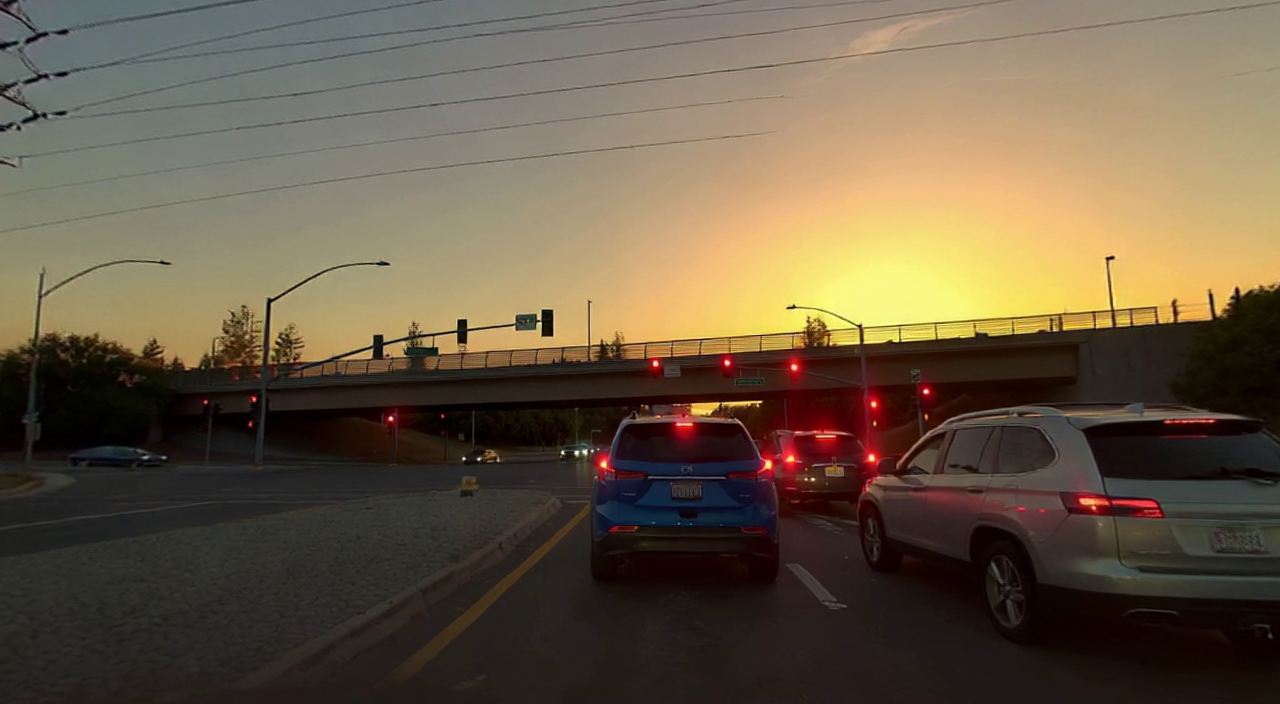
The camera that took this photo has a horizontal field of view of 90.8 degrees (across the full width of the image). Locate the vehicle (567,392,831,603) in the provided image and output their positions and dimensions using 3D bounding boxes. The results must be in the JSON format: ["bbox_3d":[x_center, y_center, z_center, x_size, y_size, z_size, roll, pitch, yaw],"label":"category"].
[{"bbox_3d":[0.451,1.555,7.618,2.240,1.778,4.335,0,-8,-1],"label":"vehicle"}]

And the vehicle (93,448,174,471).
[{"bbox_3d":[-33.690,7.153,42.033,4.647,1.453,1.881,-3,-9,18],"label":"vehicle"}]

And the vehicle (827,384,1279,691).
[{"bbox_3d":[3.406,1.339,5.784,1.990,1.649,4.625,0,-8,0],"label":"vehicle"}]
